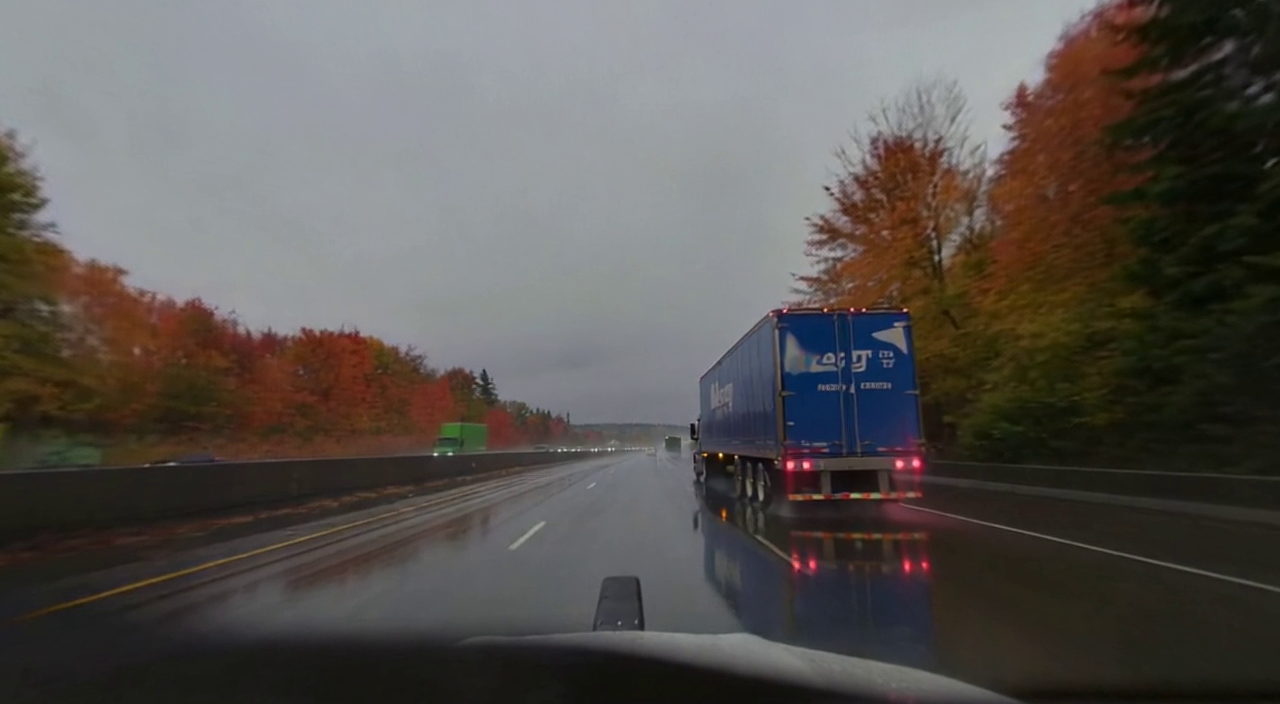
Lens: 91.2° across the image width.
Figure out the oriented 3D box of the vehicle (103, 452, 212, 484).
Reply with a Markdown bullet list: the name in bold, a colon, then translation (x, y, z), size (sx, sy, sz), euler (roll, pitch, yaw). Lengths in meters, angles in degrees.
- **vehicle**: translation (-25.616, 6.132, 33.517), size (1.861, 1.498, 4.579), euler (-3, -9, 7)

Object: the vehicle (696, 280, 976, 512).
- **vehicle**: translation (3.954, 1.957, 18.815), size (3.003, 3.880, 16.814), euler (0, -9, 0)
